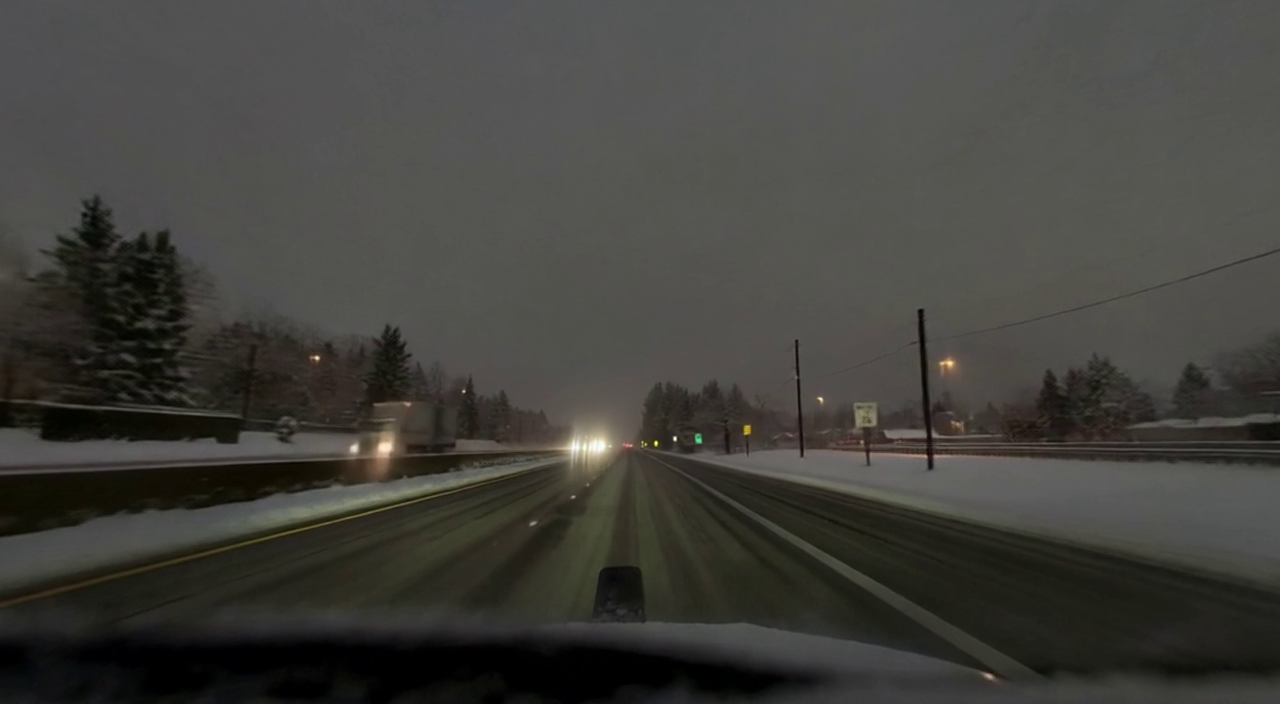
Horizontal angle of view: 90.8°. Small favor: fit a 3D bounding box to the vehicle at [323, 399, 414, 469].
[{"bbox_3d":[-16.517,5.130,38.886,3.025,3.932,5.813,0,-9,-1],"label":"vehicle"}]
